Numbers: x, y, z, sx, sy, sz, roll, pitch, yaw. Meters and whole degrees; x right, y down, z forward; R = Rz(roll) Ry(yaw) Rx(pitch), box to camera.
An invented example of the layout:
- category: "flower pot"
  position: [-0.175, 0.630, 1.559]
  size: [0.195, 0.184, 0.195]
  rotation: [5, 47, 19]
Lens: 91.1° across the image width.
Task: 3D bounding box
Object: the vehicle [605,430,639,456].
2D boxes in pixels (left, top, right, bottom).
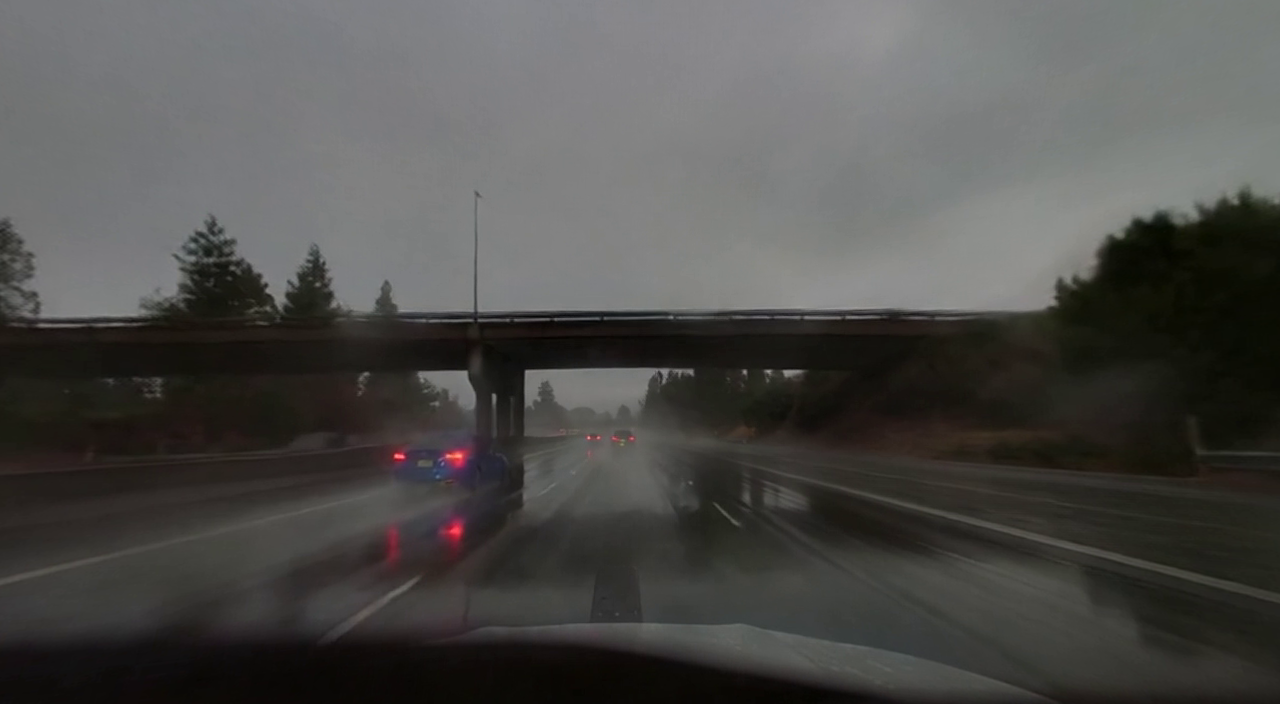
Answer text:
- category: "vehicle"
  position: [-1.155, 5.938, 41.287]
  size: [2.116, 1.625, 4.004]
  rotation: [0, -8, 0]

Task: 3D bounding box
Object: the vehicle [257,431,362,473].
- category: "vehicle"
  position: [-13.699, 4.154, 26.446]
  size: [1.960, 1.580, 4.527]
  rotation: [0, -8, 0]

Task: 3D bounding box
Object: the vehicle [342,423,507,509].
- category: "vehicle"
  position: [-4.369, 2.367, 13.644]
  size: [2.017, 1.537, 4.496]
  rotation: [0, -8, 0]
